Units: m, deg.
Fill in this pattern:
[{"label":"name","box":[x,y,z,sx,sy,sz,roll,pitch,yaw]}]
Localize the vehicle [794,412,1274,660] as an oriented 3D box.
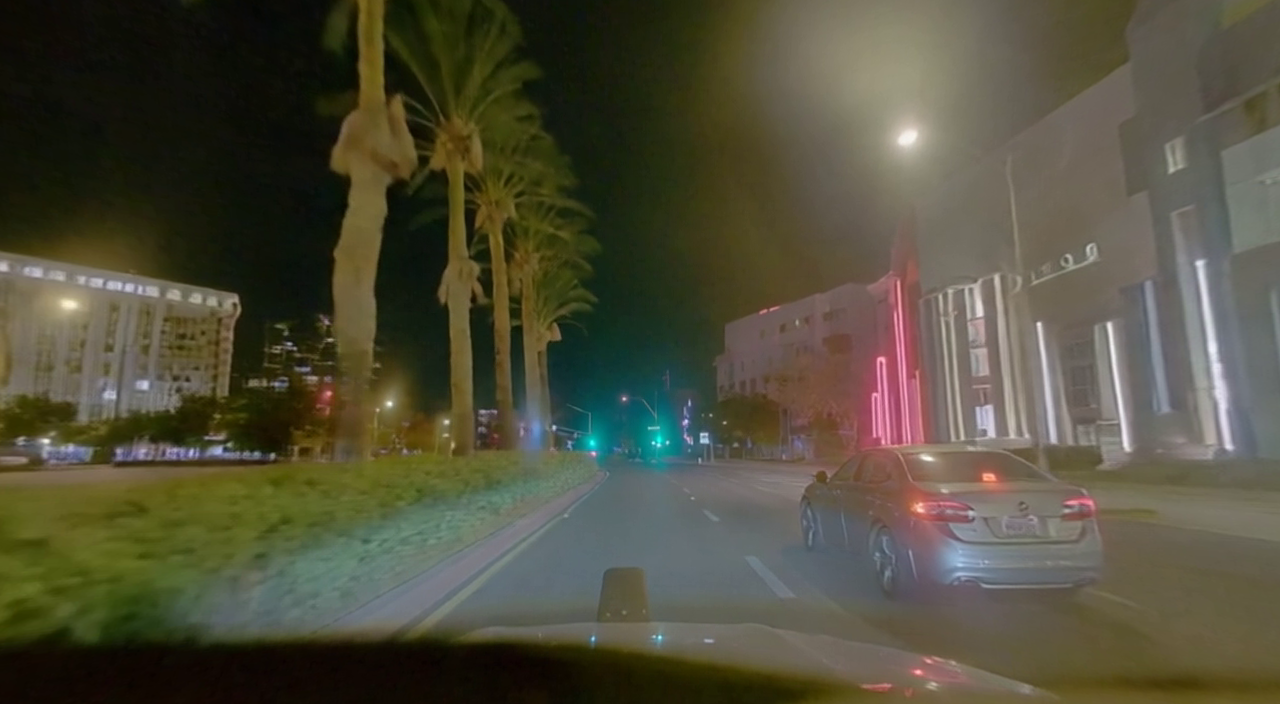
[{"label":"vehicle","box":[3.057,1.497,6.236,1.867,1.554,4.301,0,-9,-1]}]
